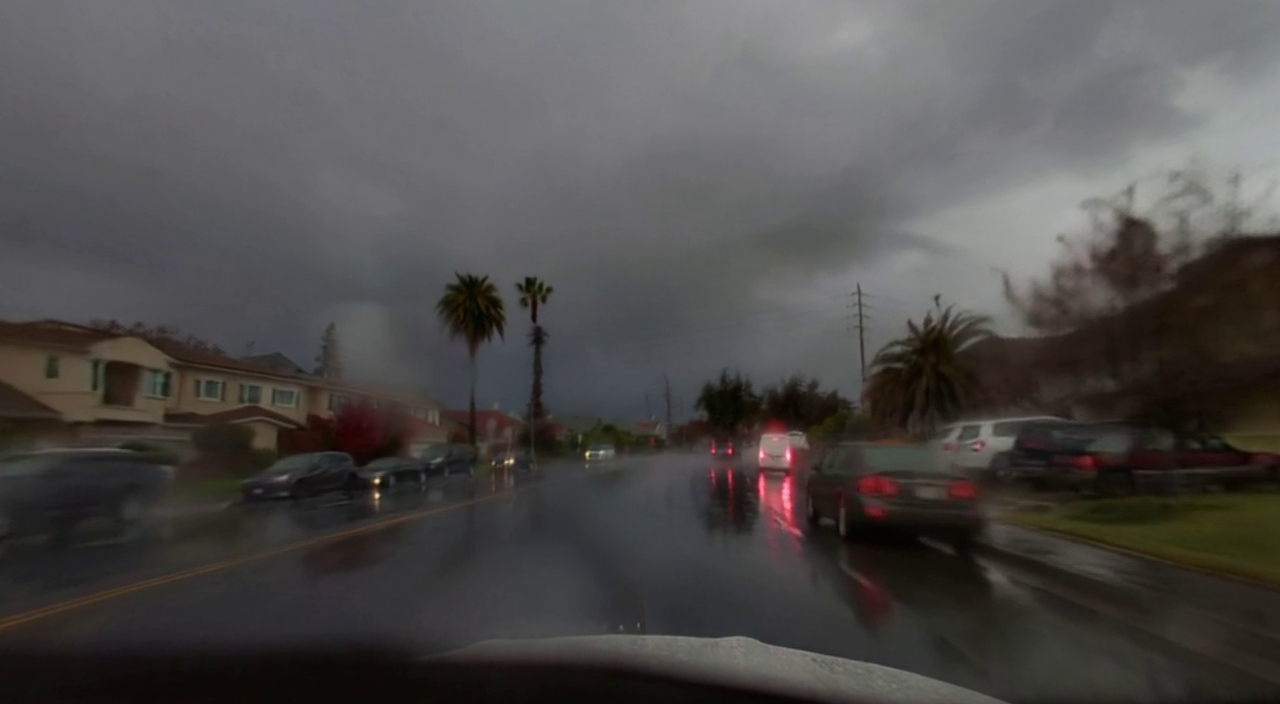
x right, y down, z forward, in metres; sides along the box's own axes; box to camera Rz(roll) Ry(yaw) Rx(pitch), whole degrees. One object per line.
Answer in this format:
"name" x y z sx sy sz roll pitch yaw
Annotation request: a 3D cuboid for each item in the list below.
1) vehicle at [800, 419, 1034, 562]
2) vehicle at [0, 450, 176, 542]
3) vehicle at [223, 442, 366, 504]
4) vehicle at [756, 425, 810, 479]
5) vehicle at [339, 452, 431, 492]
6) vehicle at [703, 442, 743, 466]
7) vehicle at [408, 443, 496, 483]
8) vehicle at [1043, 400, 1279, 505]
"vehicle" 3.928 2.024 10.000 2.043 1.692 4.581 -1 -9 6
"vehicle" -13.175 3.051 13.898 1.967 1.736 4.730 -1 -9 6
"vehicle" -12.261 4.285 22.883 2.081 1.948 4.821 -1 -9 5
"vehicle" 6.798 4.738 30.134 2.326 2.257 4.635 0 -8 13
"vehicle" -11.389 5.369 28.544 1.786 1.488 4.518 -5 -9 8
"vehicle" 5.449 6.592 41.054 2.035 1.474 4.284 -2 -9 15
"vehicle" -10.126 6.009 34.643 2.051 1.957 5.968 -2 -9 10
"vehicle" 11.084 1.979 12.578 4.557 1.795 1.986 -5 -10 11
